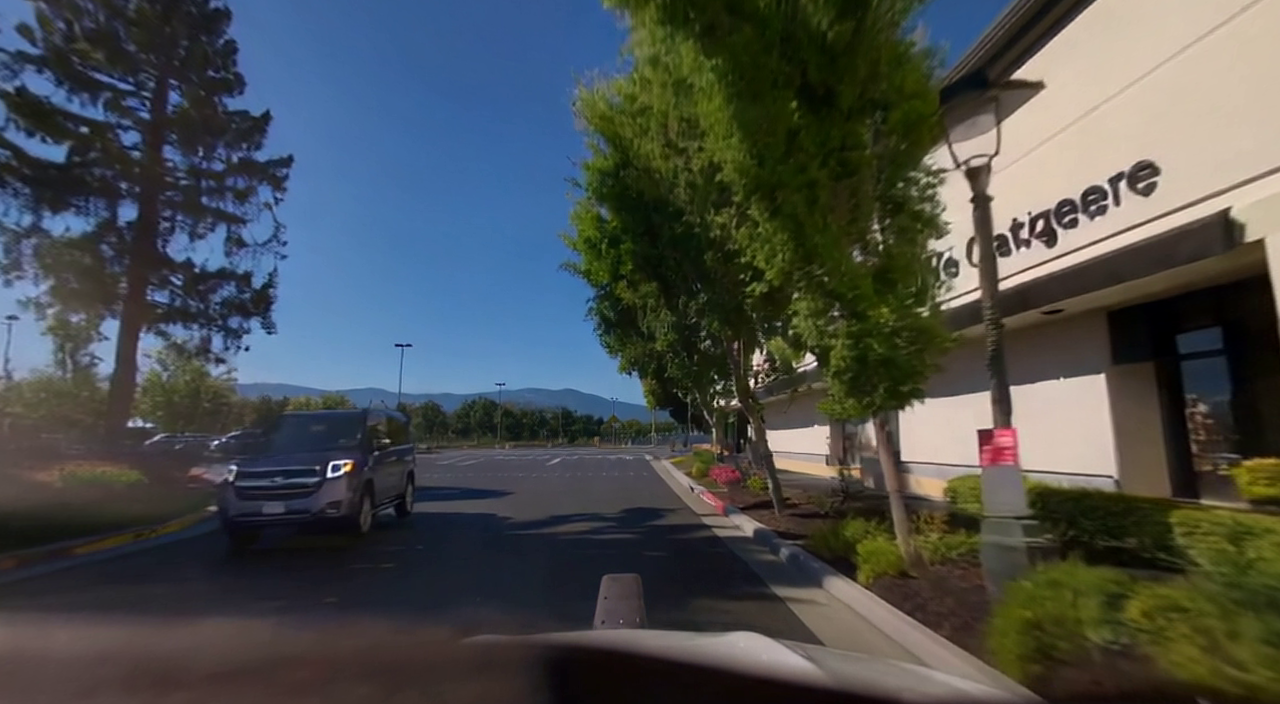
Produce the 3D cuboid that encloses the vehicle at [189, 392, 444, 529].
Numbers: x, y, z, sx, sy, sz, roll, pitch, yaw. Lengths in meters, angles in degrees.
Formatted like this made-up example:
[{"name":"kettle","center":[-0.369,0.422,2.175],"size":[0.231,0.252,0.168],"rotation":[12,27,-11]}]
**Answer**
[{"name":"vehicle","center":[-5.017,1.768,10.752],"size":[2.180,1.806,4.541],"rotation":[0,-8,-4]}]
